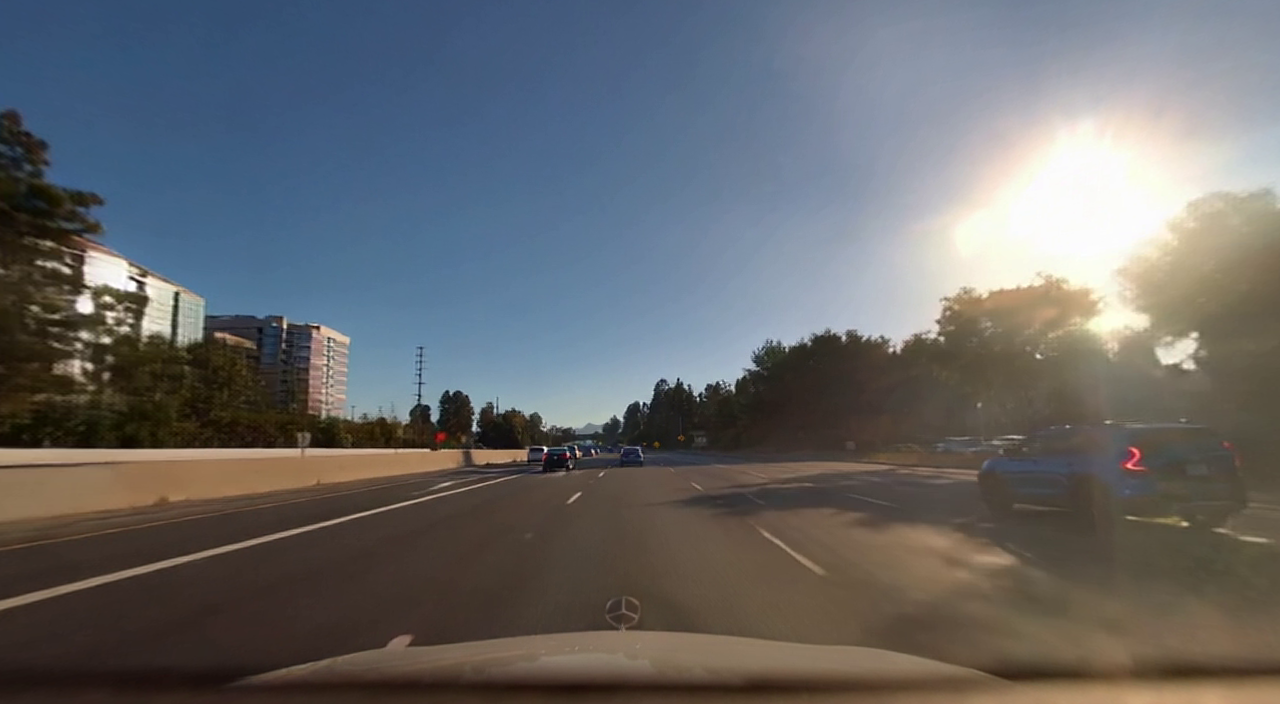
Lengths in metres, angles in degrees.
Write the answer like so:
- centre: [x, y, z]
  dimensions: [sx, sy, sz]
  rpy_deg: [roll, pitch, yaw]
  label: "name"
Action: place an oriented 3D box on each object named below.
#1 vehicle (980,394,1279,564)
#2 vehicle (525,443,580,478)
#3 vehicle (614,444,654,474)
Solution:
- centre: [7.322, 1.704, 9.177]
  dimensions: [2.028, 1.801, 4.741]
  rpy_deg: [0, -9, -1]
  label: "vehicle"
- centre: [-3.942, 5.000, 29.348]
  dimensions: [1.886, 1.465, 4.625]
  rpy_deg: [0, -9, 0]
  label: "vehicle"
- centre: [-0.353, 5.638, 33.504]
  dimensions: [1.997, 1.485, 4.094]
  rpy_deg: [0, -9, -1]
  label: "vehicle"
